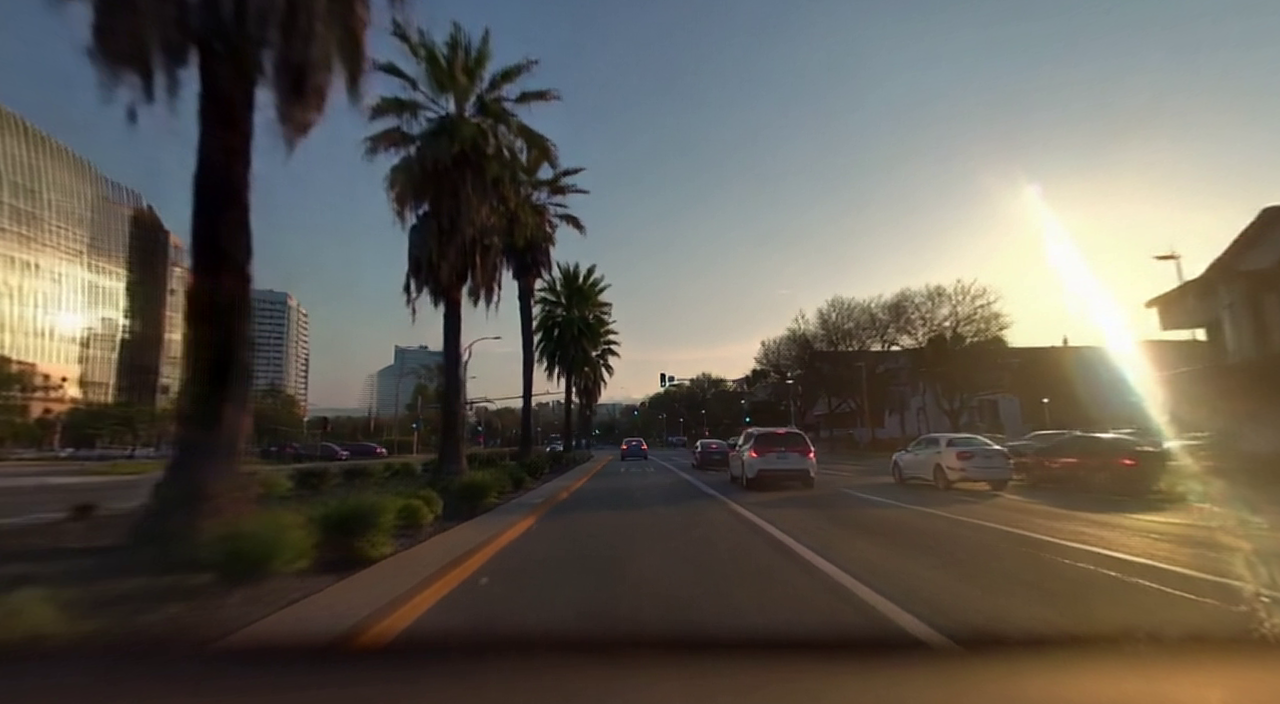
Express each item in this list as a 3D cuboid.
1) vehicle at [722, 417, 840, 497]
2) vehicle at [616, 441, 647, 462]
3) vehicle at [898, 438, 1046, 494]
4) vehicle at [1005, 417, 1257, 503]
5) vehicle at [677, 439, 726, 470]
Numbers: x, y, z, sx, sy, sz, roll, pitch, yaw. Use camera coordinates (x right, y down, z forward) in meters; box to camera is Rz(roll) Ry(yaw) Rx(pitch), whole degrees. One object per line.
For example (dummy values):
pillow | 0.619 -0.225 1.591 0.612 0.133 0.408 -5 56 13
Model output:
vehicle | 3.759 2.922 17.843 2.104 1.910 4.693 0 -9 -2
vehicle | -0.653 7.307 46.384 2.115 1.464 4.205 0 -9 -1
vehicle | 9.689 3.346 18.926 1.871 1.465 4.395 0 -9 -2
vehicle | 12.732 2.853 17.082 2.157 1.937 5.386 0 -9 -5
vehicle | 3.189 5.425 33.639 2.010 1.509 4.377 0 -9 -2
